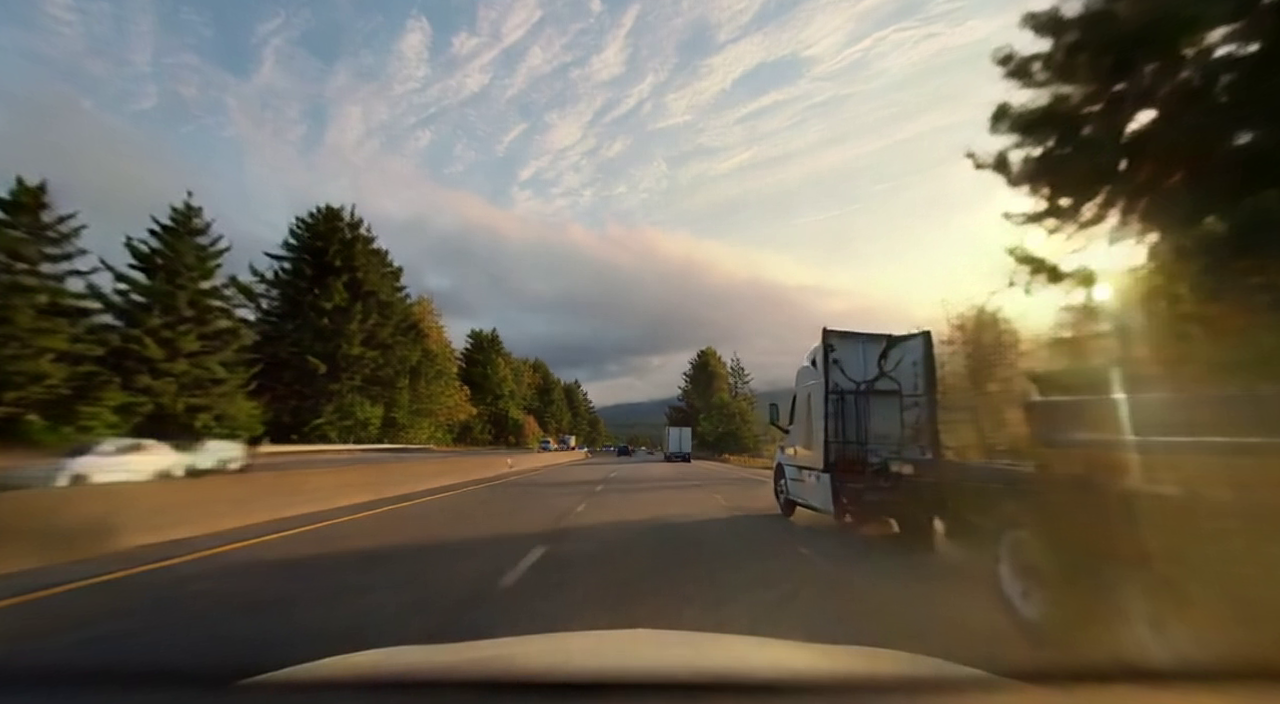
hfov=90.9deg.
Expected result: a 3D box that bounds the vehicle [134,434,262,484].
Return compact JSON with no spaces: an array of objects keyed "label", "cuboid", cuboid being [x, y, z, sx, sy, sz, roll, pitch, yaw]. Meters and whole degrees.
[{"label":"vehicle","cuboid":[-15.182,3.699,21.928,1.678,1.547,3.763,0,-9,0]}]

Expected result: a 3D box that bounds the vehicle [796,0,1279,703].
[{"label":"vehicle","cuboid":[4.124,-0.052,3.872,2.950,4.033,13.276,0,-9,0]}]

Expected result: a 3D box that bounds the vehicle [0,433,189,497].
[{"label":"vehicle","cuboid":[-15.072,3.040,17.323,1.855,1.494,4.724,0,-9,0]}]
